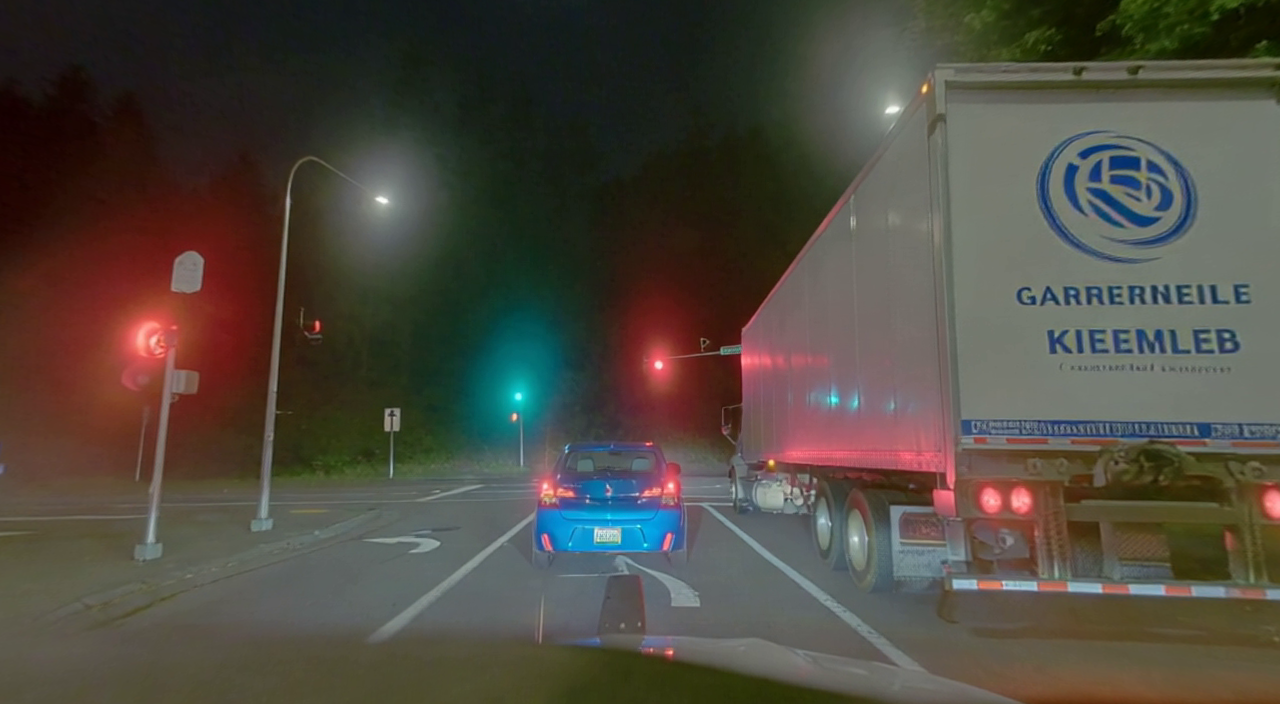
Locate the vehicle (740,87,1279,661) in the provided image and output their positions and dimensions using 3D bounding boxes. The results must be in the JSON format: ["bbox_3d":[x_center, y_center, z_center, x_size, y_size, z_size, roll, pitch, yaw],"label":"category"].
[{"bbox_3d":[3.552,0.767,8.939,2.884,3.753,9.763,0,-9,2],"label":"vehicle"}]

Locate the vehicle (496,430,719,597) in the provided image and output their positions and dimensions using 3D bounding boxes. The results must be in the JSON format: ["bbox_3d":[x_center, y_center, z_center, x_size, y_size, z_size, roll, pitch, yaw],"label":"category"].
[{"bbox_3d":[-0.322,1.706,7.423,1.975,1.457,3.526,0,-9,-1],"label":"vehicle"}]
